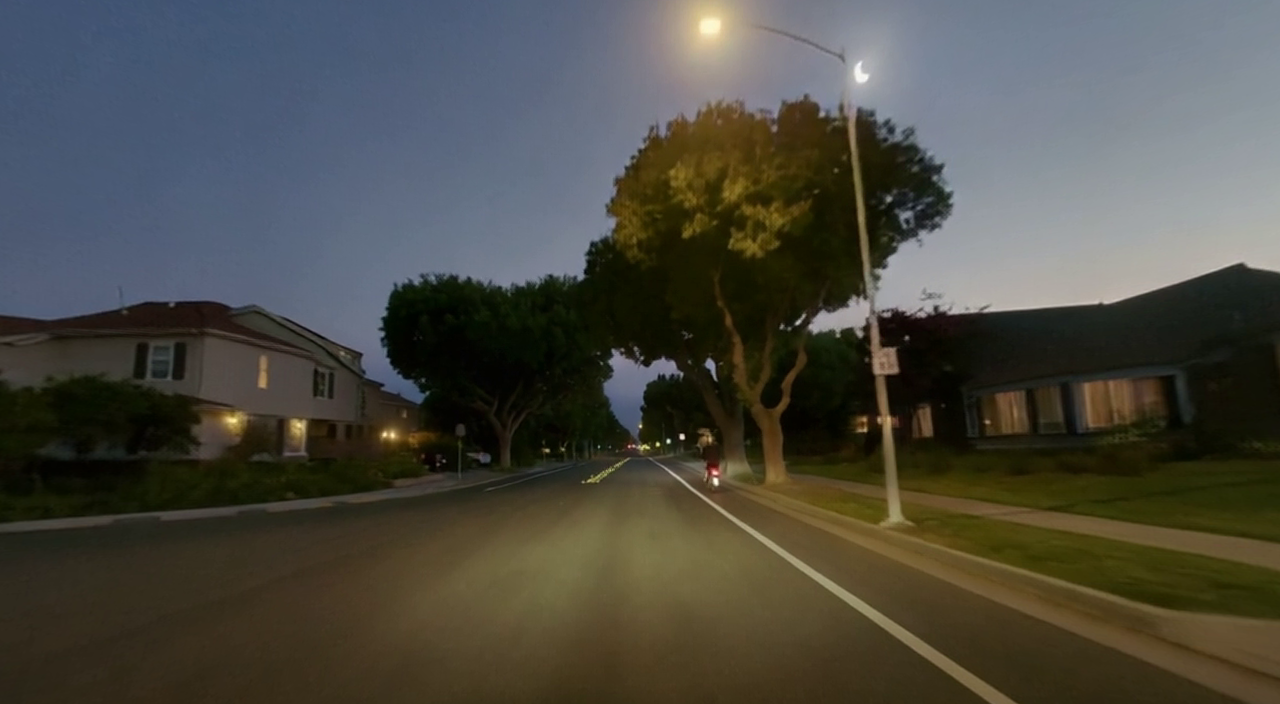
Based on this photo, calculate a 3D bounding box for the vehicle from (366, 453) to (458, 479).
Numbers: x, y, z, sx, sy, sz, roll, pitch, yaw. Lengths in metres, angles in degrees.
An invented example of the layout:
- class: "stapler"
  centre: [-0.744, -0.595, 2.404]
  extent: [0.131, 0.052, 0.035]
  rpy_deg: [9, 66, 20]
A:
- class: "vehicle"
  centre: [-13.385, 6.735, 37.360]
  extent: [4.717, 1.465, 1.887]
  rpy_deg: [0, -9, -4]
